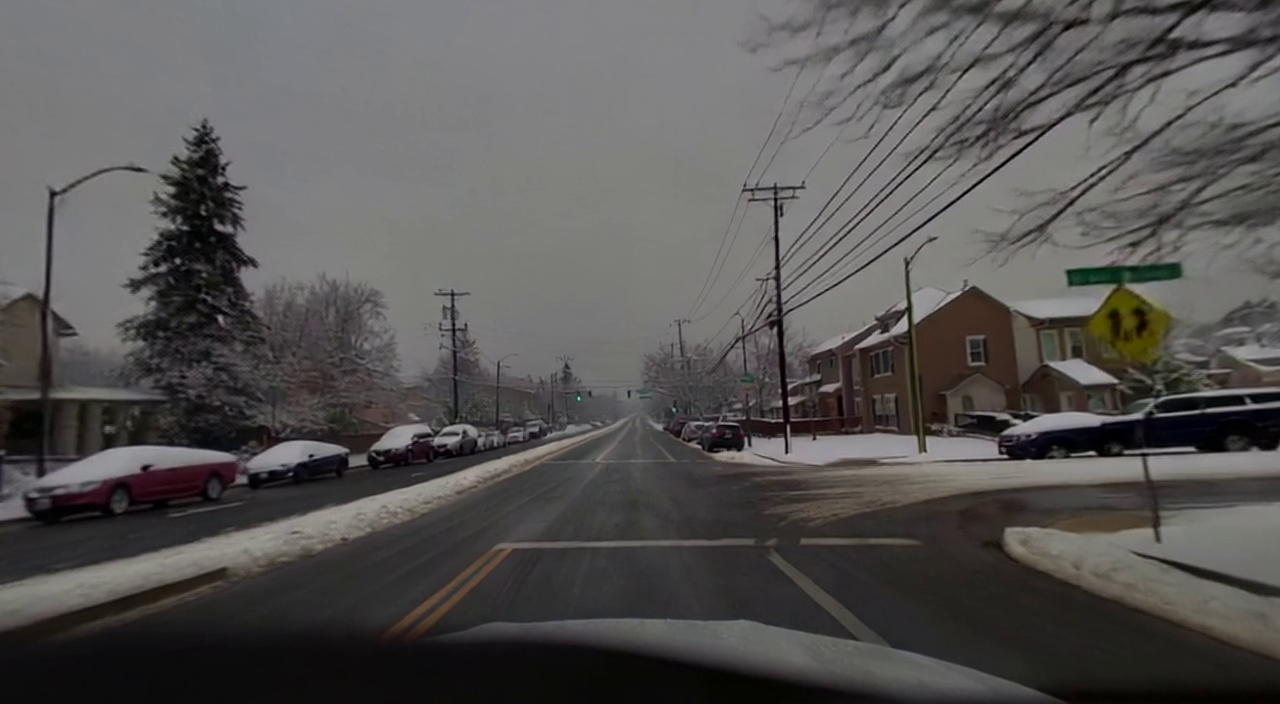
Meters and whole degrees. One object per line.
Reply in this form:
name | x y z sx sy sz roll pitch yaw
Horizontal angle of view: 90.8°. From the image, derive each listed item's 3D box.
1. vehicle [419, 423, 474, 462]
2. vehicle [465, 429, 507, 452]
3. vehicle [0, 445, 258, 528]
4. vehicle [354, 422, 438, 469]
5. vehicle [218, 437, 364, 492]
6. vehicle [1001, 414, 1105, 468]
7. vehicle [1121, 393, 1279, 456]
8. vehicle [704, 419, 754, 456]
vehicle | -11.352 5.271 37.306 1.926 1.998 4.447 -4 -6 -2
vehicle | -11.221 6.492 46.200 2.051 1.520 4.374 0 -8 -1
vehicle | -11.066 2.858 14.129 1.970 1.523 4.702 -1 -8 2
vehicle | -11.180 4.341 29.384 2.056 1.980 4.763 0 -8 -1
vehicle | -11.111 3.594 20.600 2.082 1.540 4.654 0 -8 0
vehicle | 13.843 2.915 21.064 2.122 1.474 4.313 -10 -9 41
vehicle | 19.501 2.456 21.153 4.973 1.974 2.140 0 -9 -1
vehicle | 4.329 4.292 31.440 1.867 1.680 4.176 0 -9 0
